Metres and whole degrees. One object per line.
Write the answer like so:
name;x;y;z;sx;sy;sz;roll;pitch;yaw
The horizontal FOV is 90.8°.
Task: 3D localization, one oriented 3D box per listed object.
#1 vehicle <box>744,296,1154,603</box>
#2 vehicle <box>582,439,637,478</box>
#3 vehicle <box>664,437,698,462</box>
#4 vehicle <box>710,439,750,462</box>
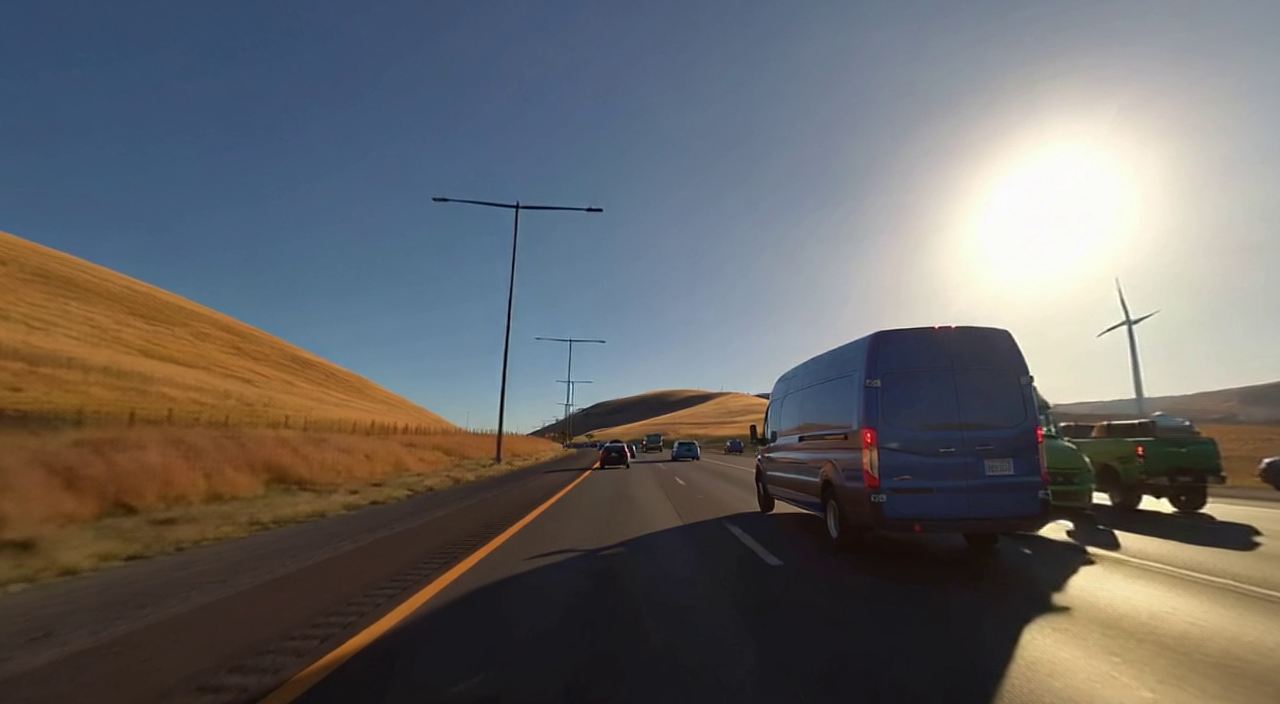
vehicle;3.098;1.216;8.340;2.365;2.630;5.754;0;-8;-1
vehicle;-1.160;4.332;25.925;2.082;1.445;3.826;0;-8;-1
vehicle;2.931;7.007;45.623;2.108;1.717;3.996;0;-8;-1
vehicle;6.343;6.977;44.962;1.958;1.514;4.930;0;-8;-1
